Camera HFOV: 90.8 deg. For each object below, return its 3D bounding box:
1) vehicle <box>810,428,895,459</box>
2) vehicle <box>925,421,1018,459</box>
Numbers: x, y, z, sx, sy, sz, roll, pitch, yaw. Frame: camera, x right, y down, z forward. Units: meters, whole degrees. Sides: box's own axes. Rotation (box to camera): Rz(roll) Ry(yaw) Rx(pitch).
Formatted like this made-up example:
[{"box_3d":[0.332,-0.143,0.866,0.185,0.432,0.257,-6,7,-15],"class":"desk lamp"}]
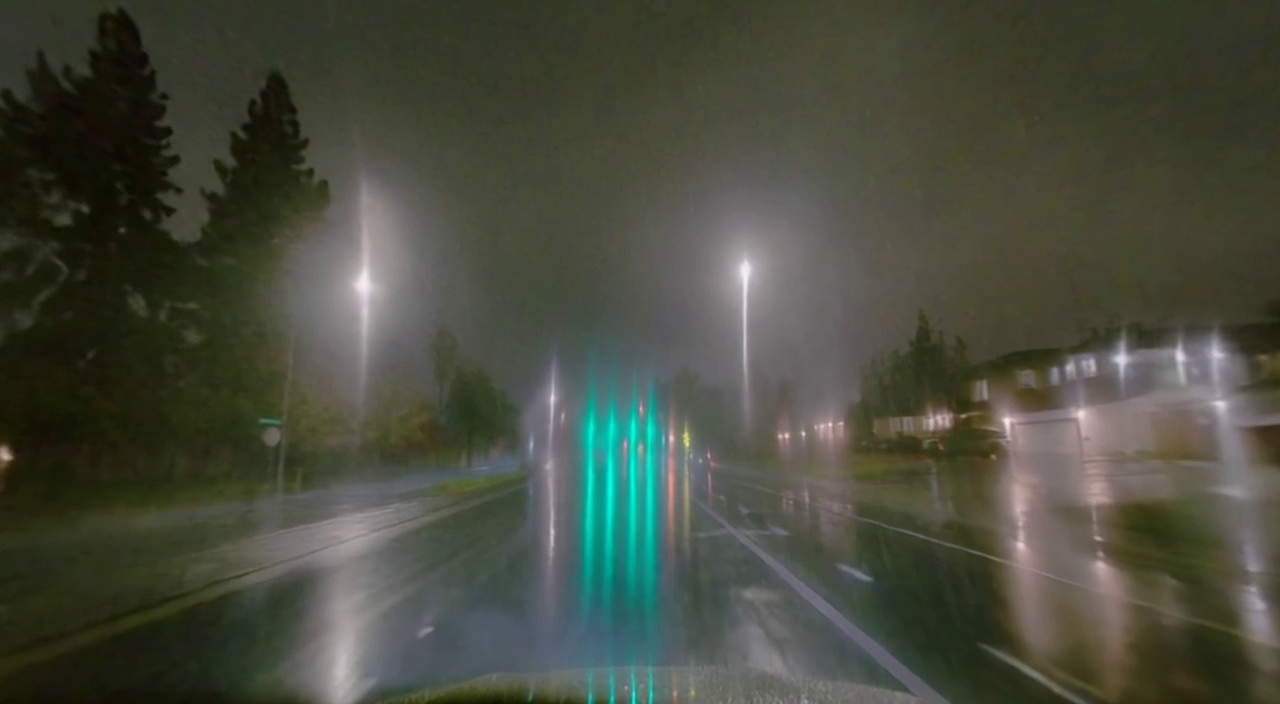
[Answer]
[{"box_3d":[15.079,6.552,45.033,5.136,1.795,2.244,-4,-9,-3],"class":"vehicle"},{"box_3d":[15.048,4.083,29.012,1.908,1.610,4.582,0,-9,2],"class":"vehicle"}]
